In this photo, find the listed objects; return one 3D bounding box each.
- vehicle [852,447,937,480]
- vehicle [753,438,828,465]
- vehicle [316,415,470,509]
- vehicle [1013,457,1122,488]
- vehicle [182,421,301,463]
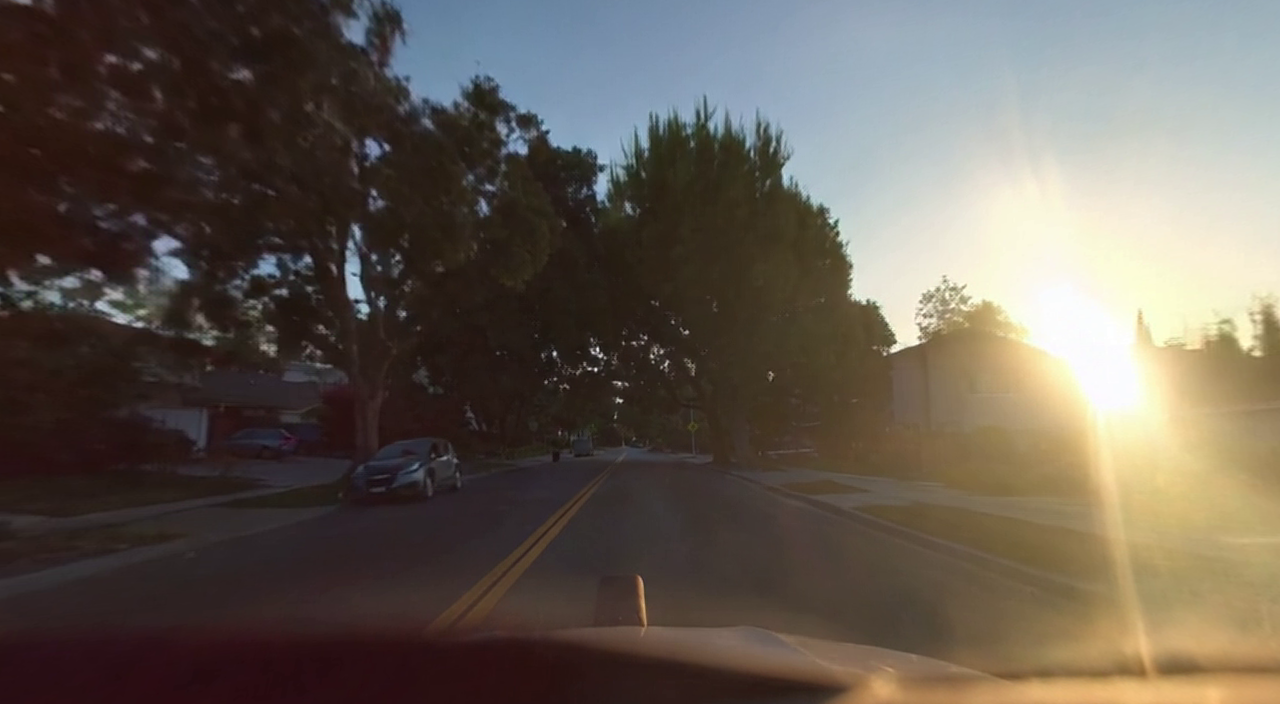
[{"bbox_3d":[14.500,6.310,36.010,4.231,1.493,1.941,-1,-8,30],"label":"vehicle"},{"bbox_3d":[10.934,7.189,45.804,4.854,1.771,2.123,-4,-7,28],"label":"vehicle"},{"bbox_3d":[-5.910,2.800,15.710,1.924,1.765,4.542,-7,-12,0],"label":"vehicle"},{"bbox_3d":[21.601,6.115,32.098,4.337,1.453,1.814,-6,-10,29],"label":"vehicle"},{"bbox_3d":[-17.184,3.895,27.204,4.742,1.495,1.963,-7,-9,23],"label":"vehicle"}]
